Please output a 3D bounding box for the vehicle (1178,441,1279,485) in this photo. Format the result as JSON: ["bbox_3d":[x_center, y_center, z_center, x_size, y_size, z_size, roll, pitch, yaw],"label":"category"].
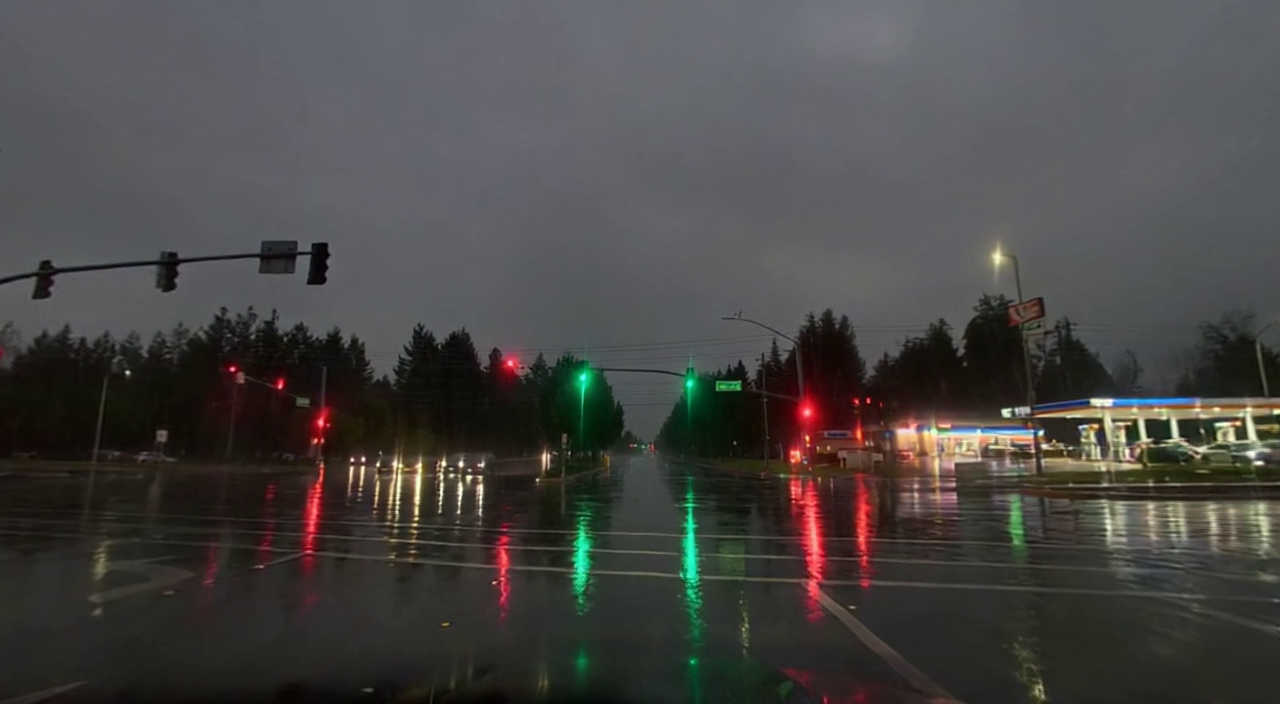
[{"bbox_3d":[22.094,3.808,21.805,4.716,1.455,2.060,-3,-9,17],"label":"vehicle"}]
